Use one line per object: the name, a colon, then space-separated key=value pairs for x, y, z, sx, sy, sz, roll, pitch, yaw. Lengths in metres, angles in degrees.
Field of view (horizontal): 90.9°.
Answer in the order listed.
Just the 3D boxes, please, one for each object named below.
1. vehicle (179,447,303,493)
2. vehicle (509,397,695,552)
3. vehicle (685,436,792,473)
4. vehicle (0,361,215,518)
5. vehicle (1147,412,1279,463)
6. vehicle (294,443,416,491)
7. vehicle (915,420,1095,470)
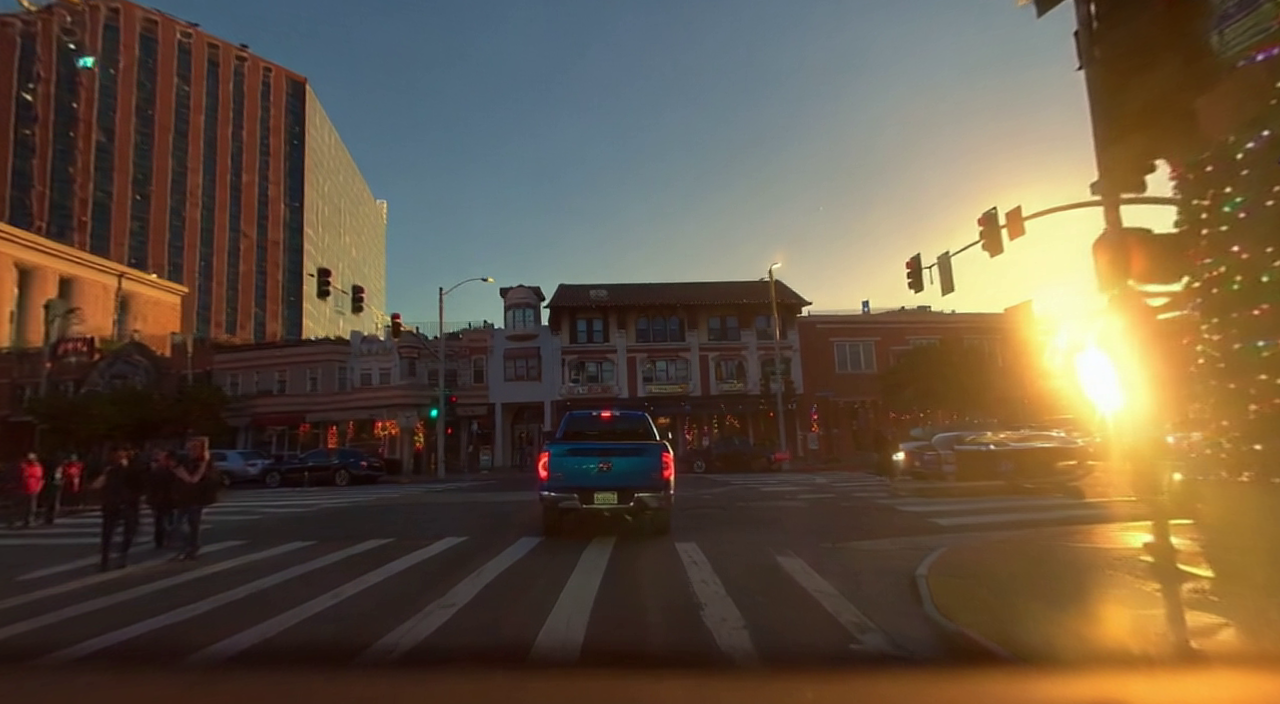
vehicle: x=-18.633 y=5.493 z=29.614 sx=4.398 sy=2.057 sz=1.959 roll=0 pitch=-8 yaw=-1
vehicle: x=-0.801 y=2.032 z=11.243 sx=2.477 sy=2.020 sz=5.534 roll=1 pitch=-8 yaw=-7
vehicle: x=4.286 y=4.554 z=28.033 sx=4.515 sy=1.583 sz=1.920 roll=-1 pitch=-8 yaw=3
vehicle: x=-22.088 y=2.845 z=20.618 sx=13.729 sy=4.662 sz=3.300 roll=0 pitch=-8 yaw=0
vehicle: x=19.292 y=2.753 z=20.266 sx=4.390 sy=1.552 sz=1.925 roll=0 pitch=-8 yaw=-4
vehicle: x=-13.248 y=5.342 z=29.498 sx=4.799 sy=1.909 sz=2.011 roll=-3 pitch=-7 yaw=2
vehicle: x=11.592 y=2.991 z=20.241 sx=4.600 sy=1.506 sz=1.878 roll=0 pitch=-8 yaw=-2
